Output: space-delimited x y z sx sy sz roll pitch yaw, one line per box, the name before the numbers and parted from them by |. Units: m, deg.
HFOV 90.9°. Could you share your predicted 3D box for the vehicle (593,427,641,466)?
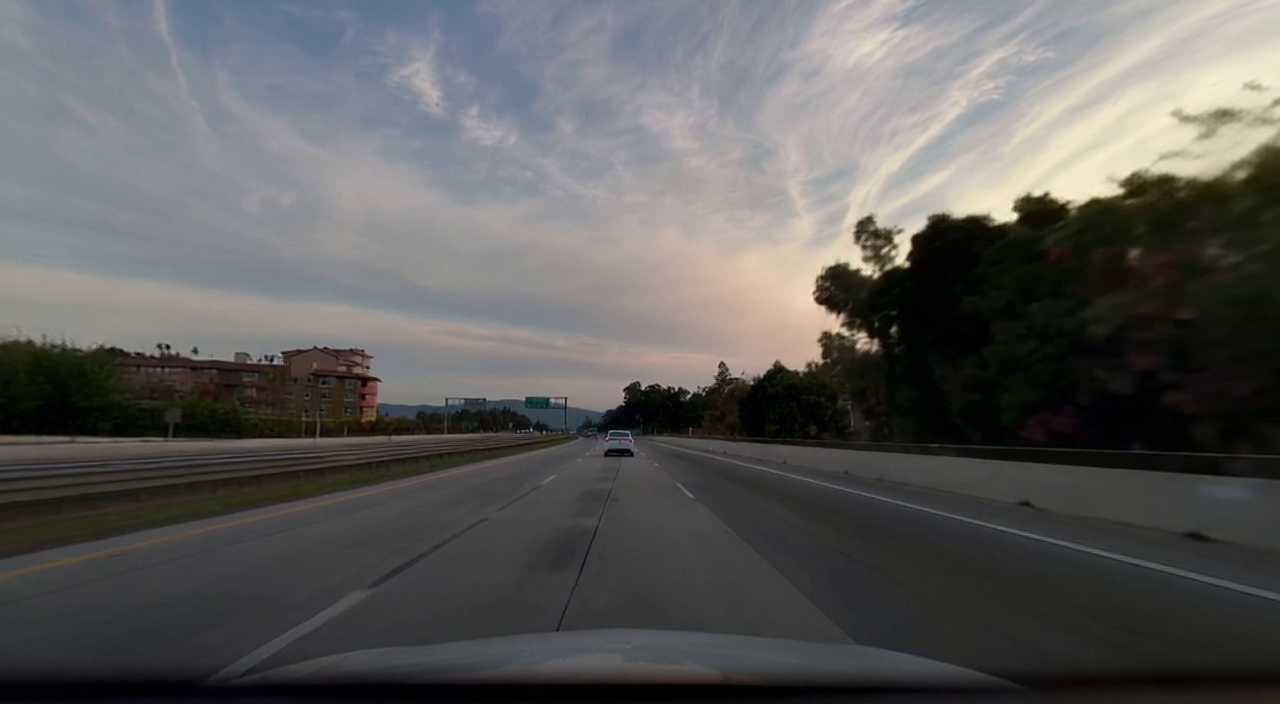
vehicle | -1.030 4.241 28.454 2.020 1.633 3.942 0 -8 -2
